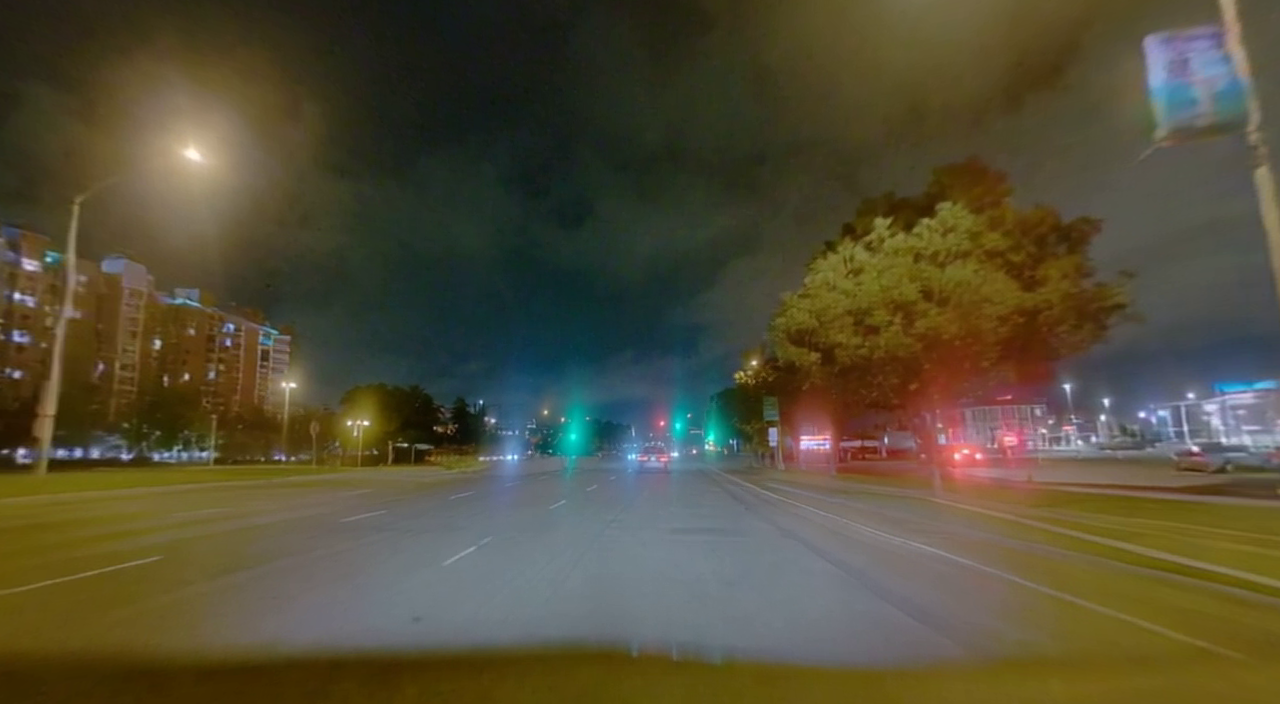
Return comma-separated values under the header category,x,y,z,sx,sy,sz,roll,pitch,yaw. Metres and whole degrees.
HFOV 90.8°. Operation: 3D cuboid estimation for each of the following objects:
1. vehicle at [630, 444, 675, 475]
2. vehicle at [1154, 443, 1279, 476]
category,x,y,z,sx,sy,sz,roll,pitch,yaw
vehicle,0.670,5.446,32.279,2.133,1.481,4.276,0,-9,2
vehicle,28.021,5.195,30.824,1.839,1.470,4.548,0,-9,-3
